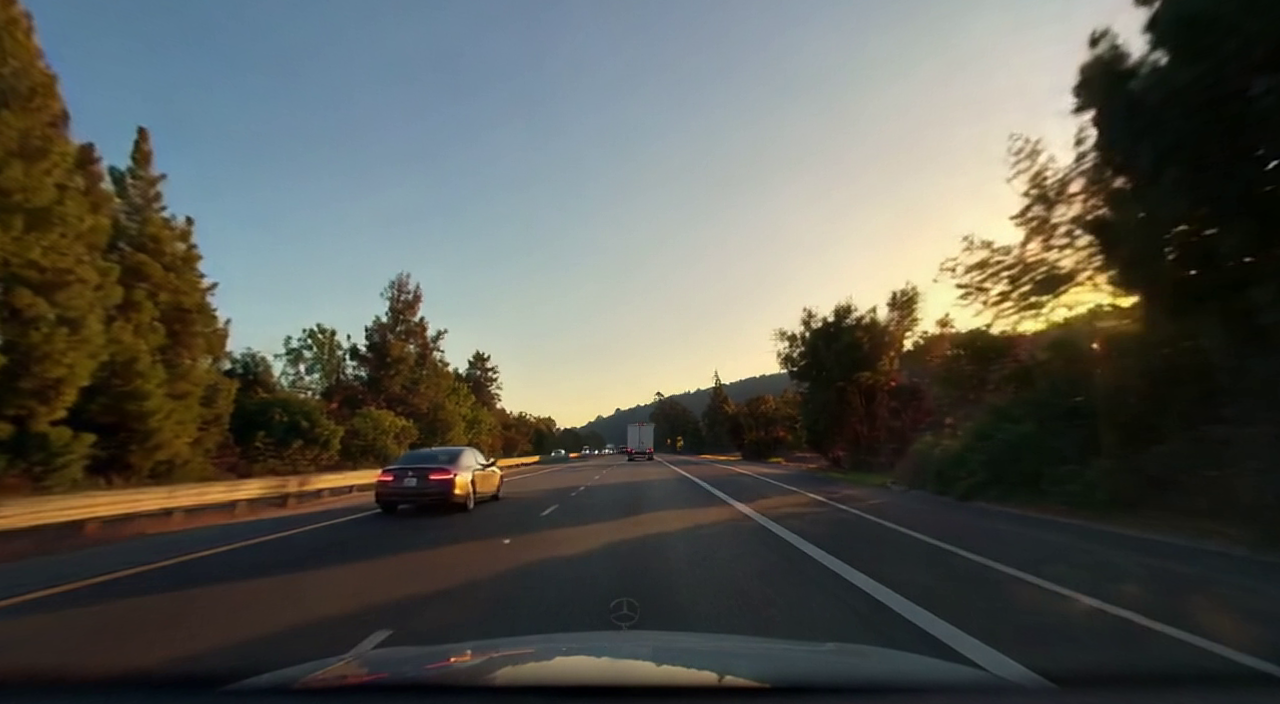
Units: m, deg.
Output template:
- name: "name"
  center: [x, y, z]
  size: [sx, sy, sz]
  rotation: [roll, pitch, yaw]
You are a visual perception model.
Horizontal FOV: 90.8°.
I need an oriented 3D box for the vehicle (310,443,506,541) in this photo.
- name: "vehicle"
  center: [-3.927, 2.429, 11.580]
  size: [1.955, 1.438, 4.100]
  rotation: [-1, -9, 1]
